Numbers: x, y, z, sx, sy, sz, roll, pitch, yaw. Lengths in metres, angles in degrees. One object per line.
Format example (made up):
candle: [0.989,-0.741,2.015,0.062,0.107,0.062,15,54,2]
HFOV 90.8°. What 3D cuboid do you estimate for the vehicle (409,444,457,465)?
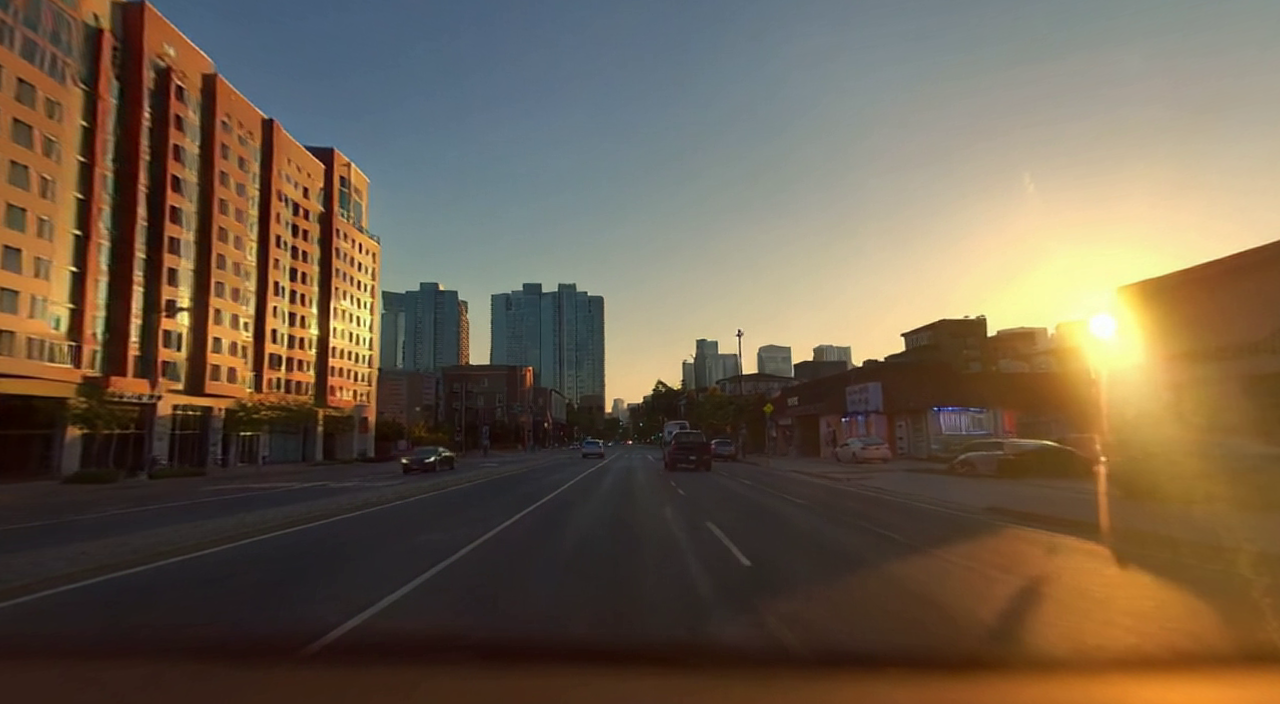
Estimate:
vehicle: [-15.438,7.649,47.392,2.019,1.471,4.513,0,-8,0]

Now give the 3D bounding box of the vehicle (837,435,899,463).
vehicle: [14.430,6.158,40.245,1.975,1.648,4.451,1,-8,-5]

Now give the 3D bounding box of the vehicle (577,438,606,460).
vehicle: [-3.706,7.535,49.099,2.046,1.617,4.601,0,-8,-1]

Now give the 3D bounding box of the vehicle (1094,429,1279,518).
vehicle: [12.009,2.337,12.607,1.954,1.483,4.742,-2,-8,-7]

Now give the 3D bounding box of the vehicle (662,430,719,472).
vehicle: [2.282,4.691,29.992,2.130,1.787,5.126,0,-8,-1]

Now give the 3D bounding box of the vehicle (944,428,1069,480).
vehicle: [14.219,4.022,24.948,2.019,1.819,4.909,0,-9,1]

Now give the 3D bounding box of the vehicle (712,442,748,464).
vehicle: [6.313,7.110,44.538,1.795,1.459,4.333,0,-8,-2]
